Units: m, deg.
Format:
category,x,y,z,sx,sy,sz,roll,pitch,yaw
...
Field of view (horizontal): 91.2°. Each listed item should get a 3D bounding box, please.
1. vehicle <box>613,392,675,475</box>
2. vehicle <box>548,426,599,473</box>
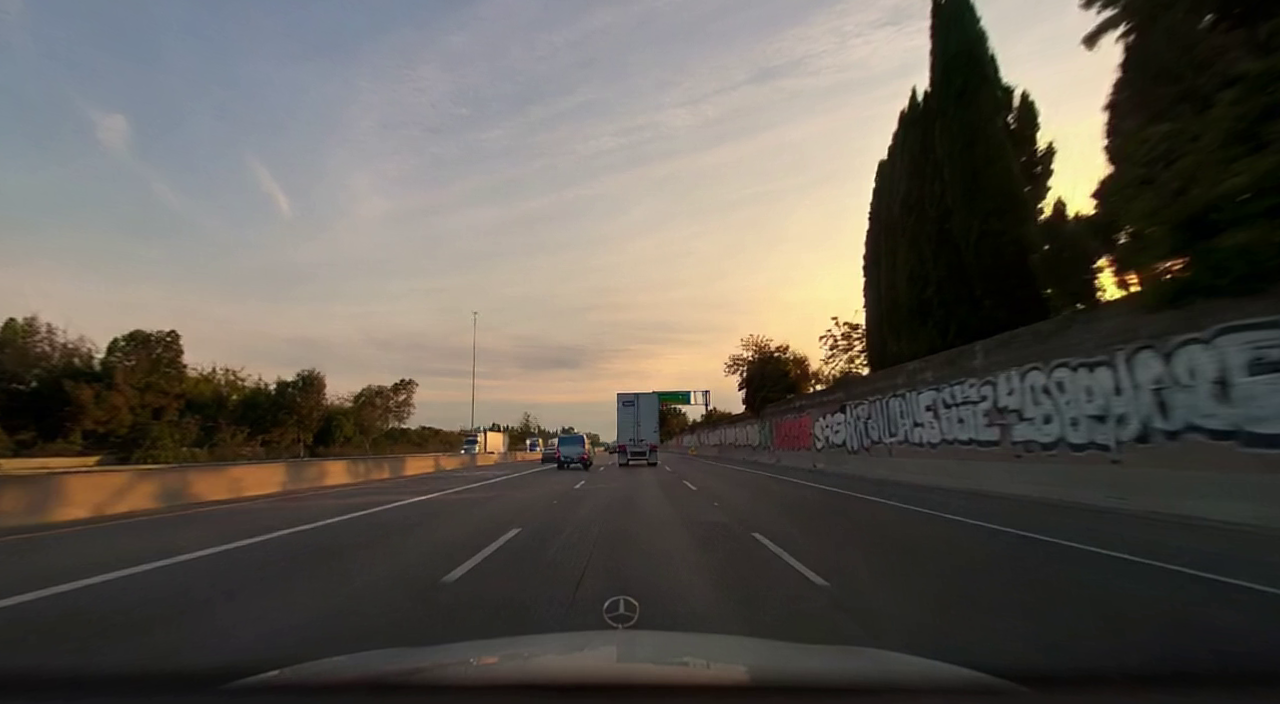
category,x,y,z,sx,sy,sz,roll,pitch,yaw
vehicle,0.114,4.852,36.409,3.042,4.023,10.832,0,-9,-1
vehicle,-3.592,5.418,34.878,2.278,2.369,5.249,0,-9,0
